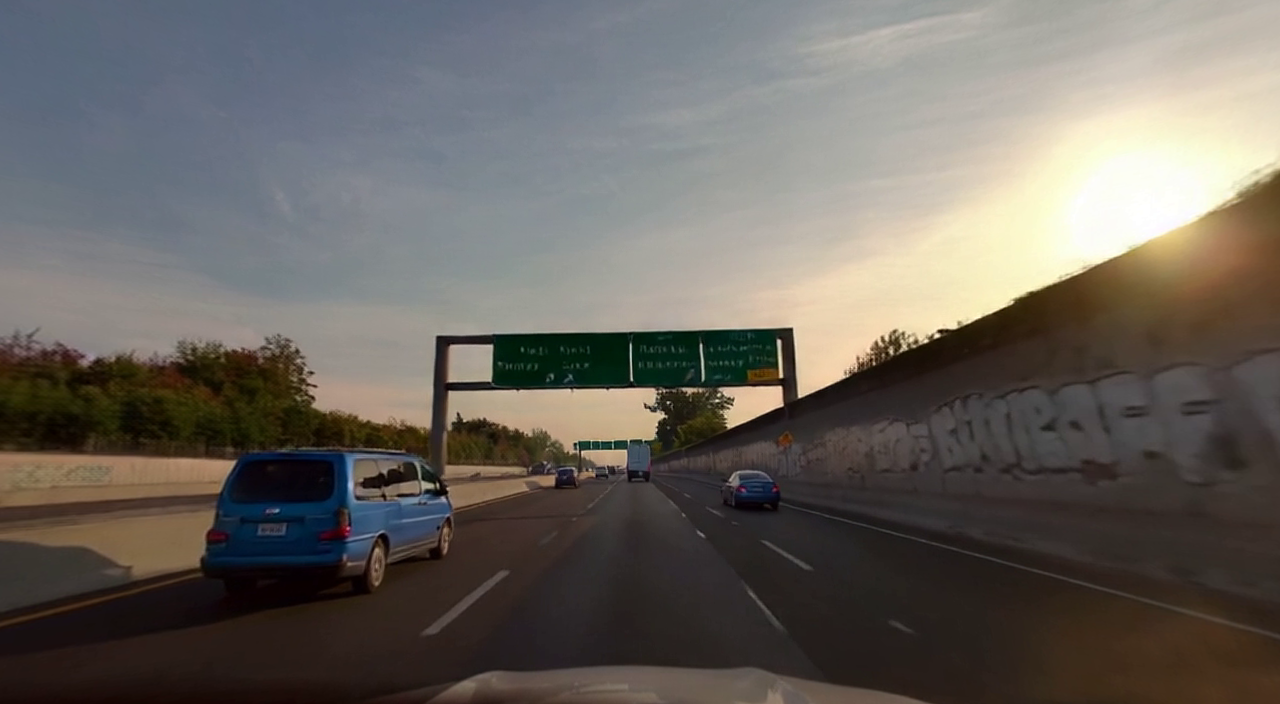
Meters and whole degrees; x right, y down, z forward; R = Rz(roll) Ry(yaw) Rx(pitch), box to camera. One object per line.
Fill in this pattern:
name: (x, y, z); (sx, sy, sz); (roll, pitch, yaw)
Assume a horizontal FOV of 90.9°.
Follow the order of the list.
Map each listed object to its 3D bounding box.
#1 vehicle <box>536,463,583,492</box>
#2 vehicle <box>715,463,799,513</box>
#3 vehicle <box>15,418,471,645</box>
vehicle: (-4.330, 6.828, 34.480); (2.054, 1.443, 4.131); (1, -10, -1)
vehicle: (3.768, 4.469, 21.063); (1.917, 1.458, 4.199); (1, -10, -2)
vehicle: (-3.484, 1.708, 6.883); (2.004, 1.610, 4.508); (1, -10, 0)
